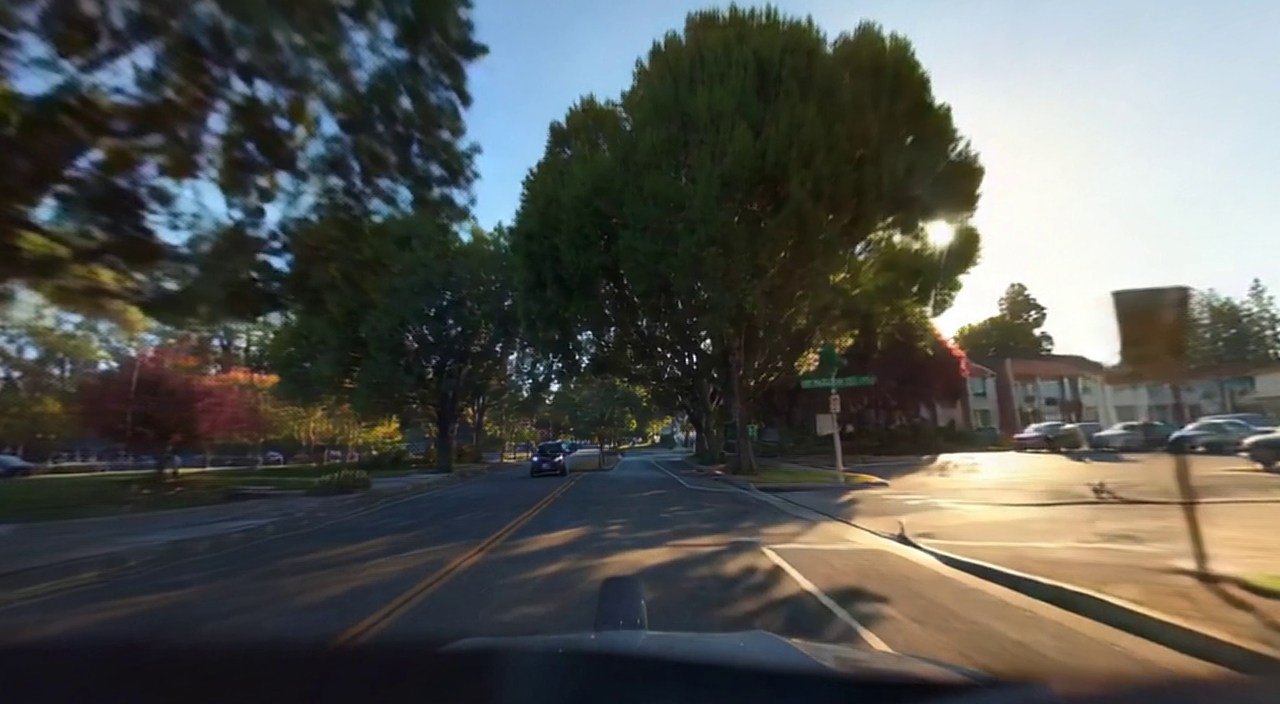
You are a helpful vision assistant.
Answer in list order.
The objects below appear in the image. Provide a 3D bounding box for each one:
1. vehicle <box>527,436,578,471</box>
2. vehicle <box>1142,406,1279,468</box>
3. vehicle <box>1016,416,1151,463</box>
[{"bbox_3d":[-5.274,6.172,38.733,2.252,1.936,5.538,-1,-8,1],"label":"vehicle"},{"bbox_3d":[20.735,2.916,21.979,4.526,1.840,2.161,-4,-9,0],"label":"vehicle"},{"bbox_3d":[20.643,4.130,29.595,4.593,1.776,2.094,-4,-9,0],"label":"vehicle"}]
